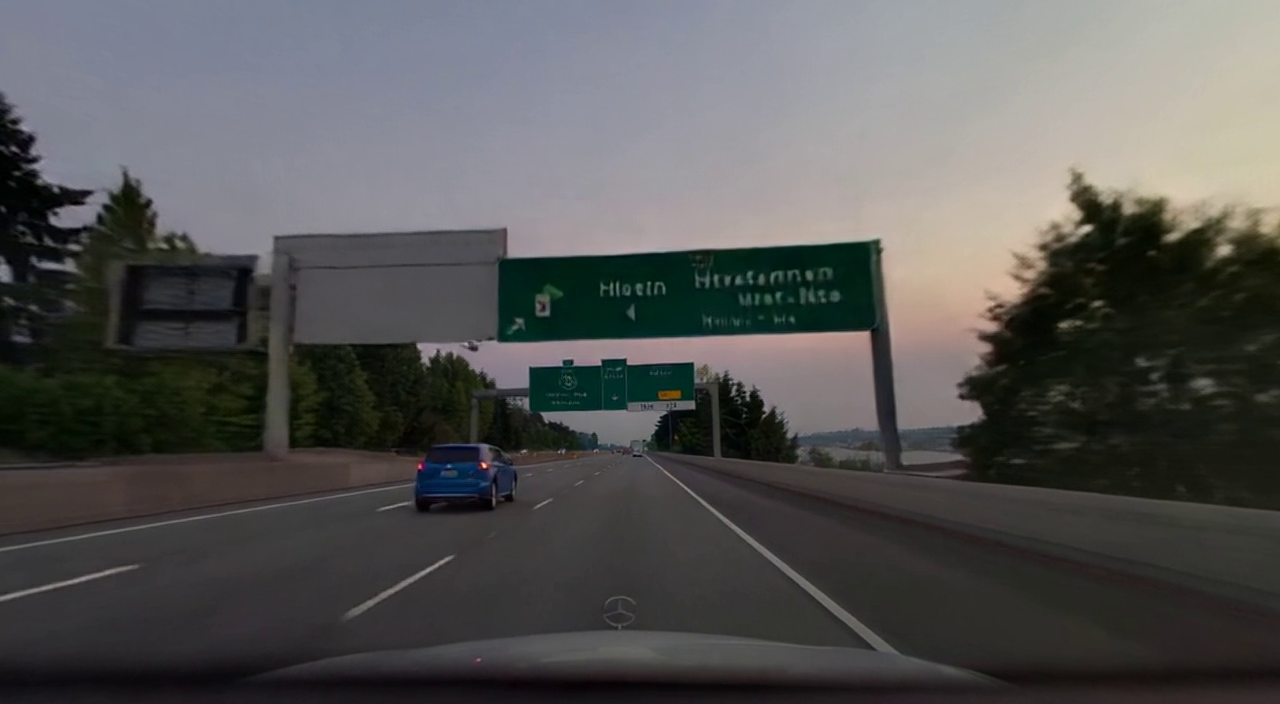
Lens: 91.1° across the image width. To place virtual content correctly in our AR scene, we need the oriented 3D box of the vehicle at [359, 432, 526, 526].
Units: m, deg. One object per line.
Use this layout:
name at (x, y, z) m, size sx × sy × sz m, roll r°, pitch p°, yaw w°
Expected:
vehicle at (-3.900, 2.595, 13.341) m, size 2.104 × 1.626 × 4.283 m, roll -1°, pitch -9°, yaw 1°
